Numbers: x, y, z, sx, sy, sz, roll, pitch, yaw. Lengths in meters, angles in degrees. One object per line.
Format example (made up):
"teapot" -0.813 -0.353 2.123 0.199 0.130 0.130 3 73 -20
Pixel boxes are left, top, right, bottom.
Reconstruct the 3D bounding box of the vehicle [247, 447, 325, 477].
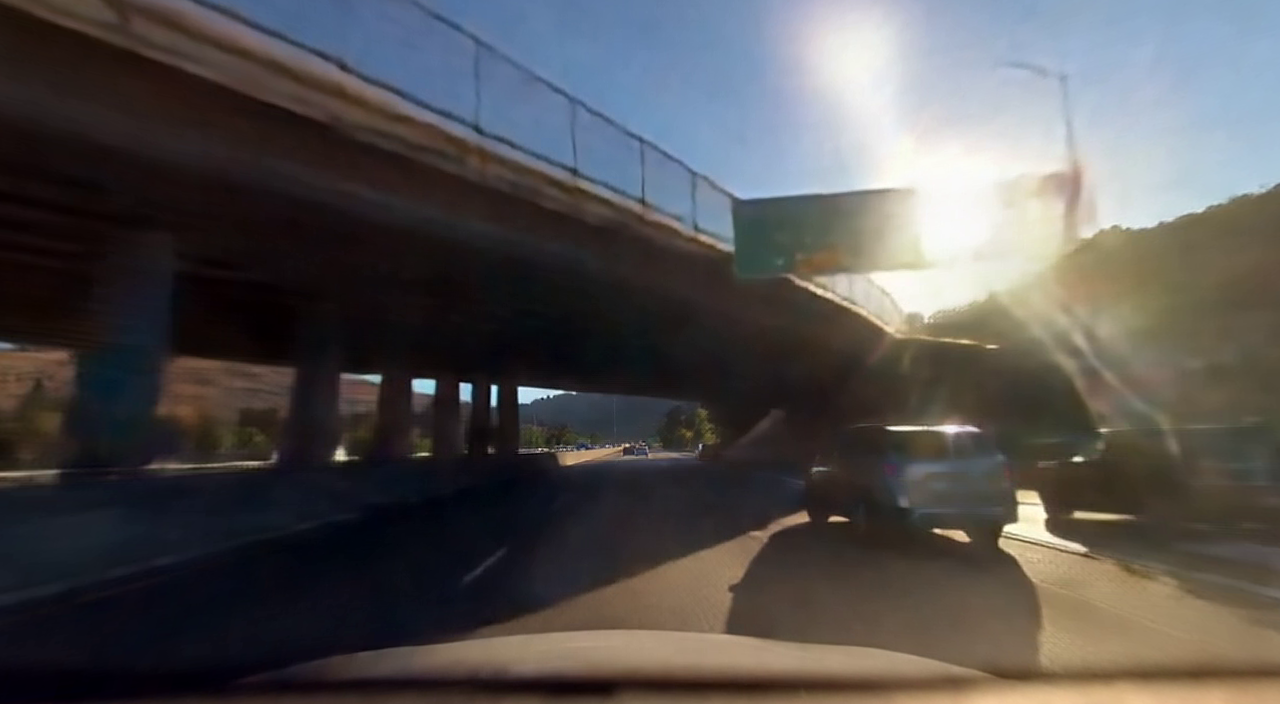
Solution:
"vehicle" -18.476 5.732 32.904 1.856 1.495 3.726 0 -9 0

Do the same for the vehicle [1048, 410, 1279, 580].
"vehicle" 7.756 1.785 8.383 1.898 1.798 3.805 0 -9 -2

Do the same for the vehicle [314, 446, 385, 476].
"vehicle" -14.821 5.574 32.219 1.718 1.435 3.986 0 -9 0

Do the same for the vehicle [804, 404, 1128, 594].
"vehicle" 3.572 1.677 7.934 1.784 1.733 4.141 0 -9 -1

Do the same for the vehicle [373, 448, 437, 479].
"vehicle" -11.040 5.244 29.707 1.608 1.362 3.878 0 -9 -1
